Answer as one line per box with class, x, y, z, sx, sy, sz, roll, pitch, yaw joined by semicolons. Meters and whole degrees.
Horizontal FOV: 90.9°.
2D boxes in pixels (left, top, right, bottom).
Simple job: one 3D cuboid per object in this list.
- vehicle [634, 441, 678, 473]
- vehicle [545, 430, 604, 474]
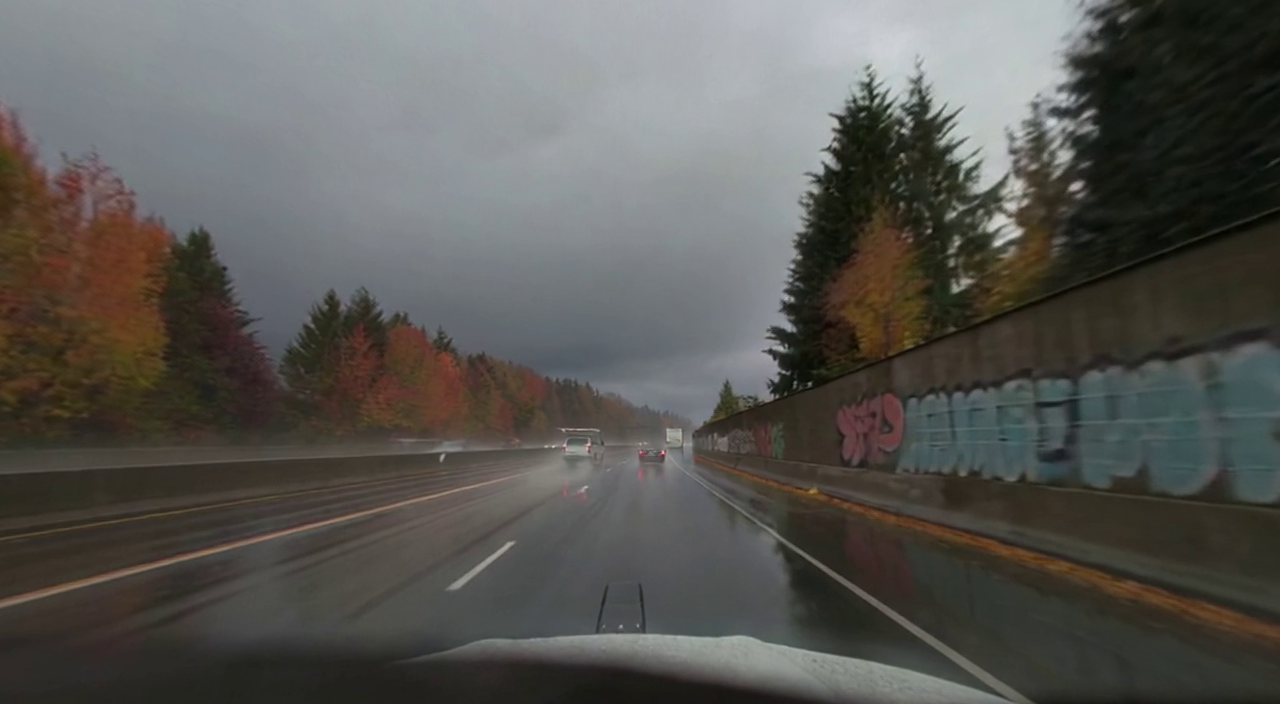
vehicle;0.773;5.204;31.468;2.071;1.487;3.948;0;-8;1
vehicle;-3.178;4.990;31.657;2.199;1.973;5.078;0;-8;2
